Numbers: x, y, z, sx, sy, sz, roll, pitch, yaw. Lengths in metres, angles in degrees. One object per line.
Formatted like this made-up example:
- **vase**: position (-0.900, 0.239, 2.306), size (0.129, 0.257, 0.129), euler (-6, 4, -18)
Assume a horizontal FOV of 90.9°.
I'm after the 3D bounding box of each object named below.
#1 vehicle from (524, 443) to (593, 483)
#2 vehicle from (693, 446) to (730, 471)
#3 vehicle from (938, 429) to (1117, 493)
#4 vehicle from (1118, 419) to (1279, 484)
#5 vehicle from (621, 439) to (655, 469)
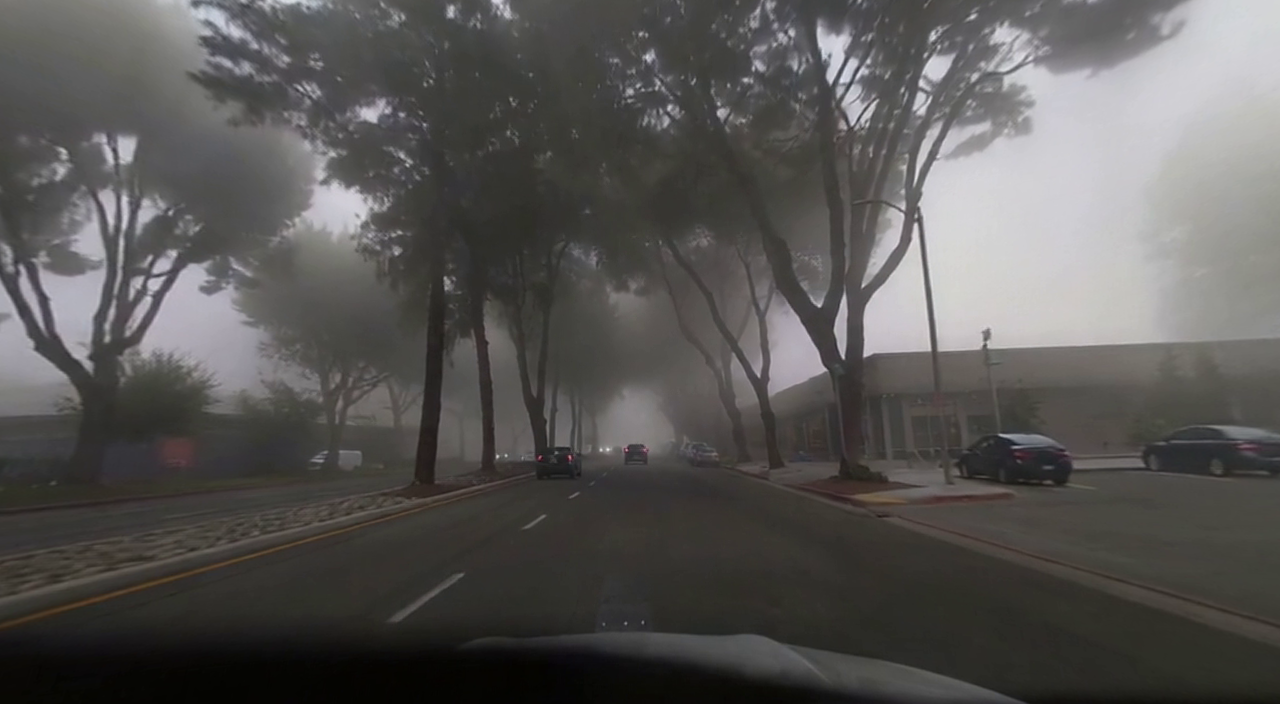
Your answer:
- **vehicle**: position (-3.239, 4.517, 25.988), size (2.151, 1.484, 4.468), euler (0, -8, 1)
- **vehicle**: position (4.502, 6.756, 40.283), size (1.896, 1.451, 4.329), euler (0, -8, 0)
- **vehicle**: position (10.194, 2.905, 17.107), size (1.998, 1.494, 4.411), euler (0, -8, -1)
- **vehicle**: position (15.483, 2.631, 16.779), size (2.000, 1.494, 4.382), euler (0, -8, -1)
- **vehicle**: position (-0.147, 6.576, 40.780), size (2.075, 1.770, 4.018), euler (0, -8, -1)
